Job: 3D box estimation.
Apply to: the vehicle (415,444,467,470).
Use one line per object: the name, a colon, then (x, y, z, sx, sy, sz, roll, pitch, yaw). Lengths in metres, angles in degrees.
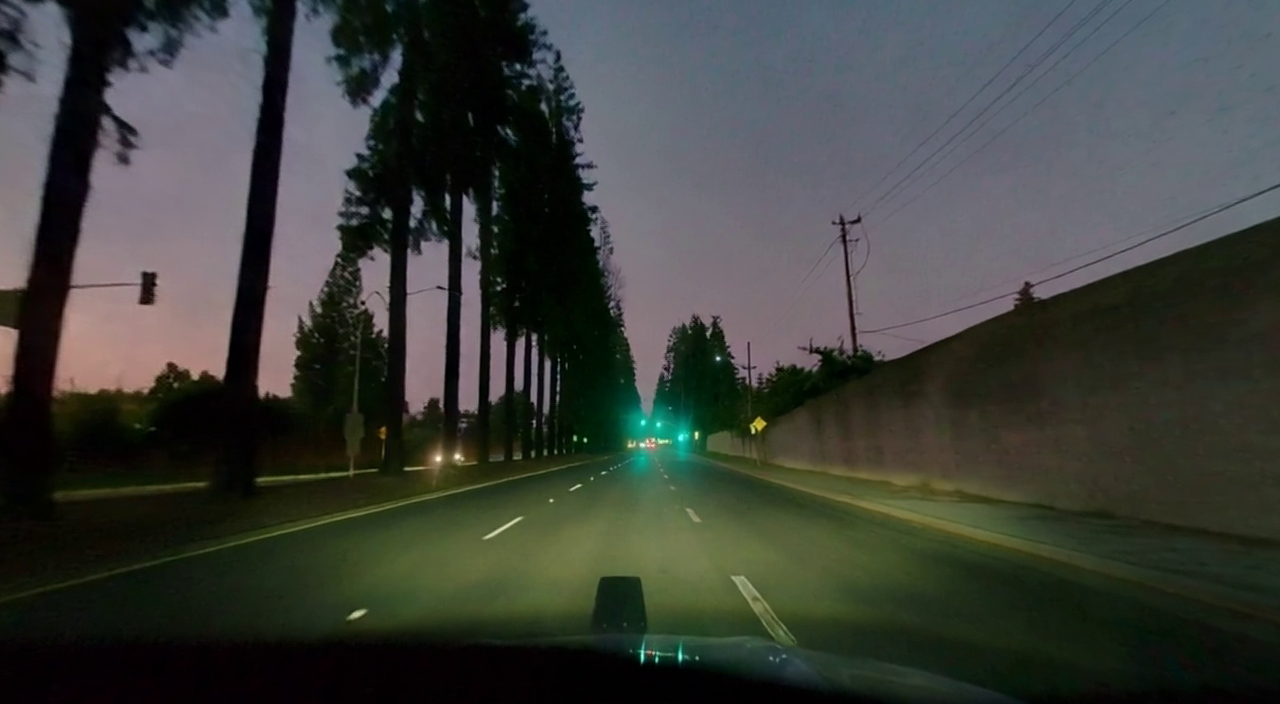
vehicle: (-14.639, 7.709, 46.655, 2.126, 1.796, 4.749, 0, -8, 1)
